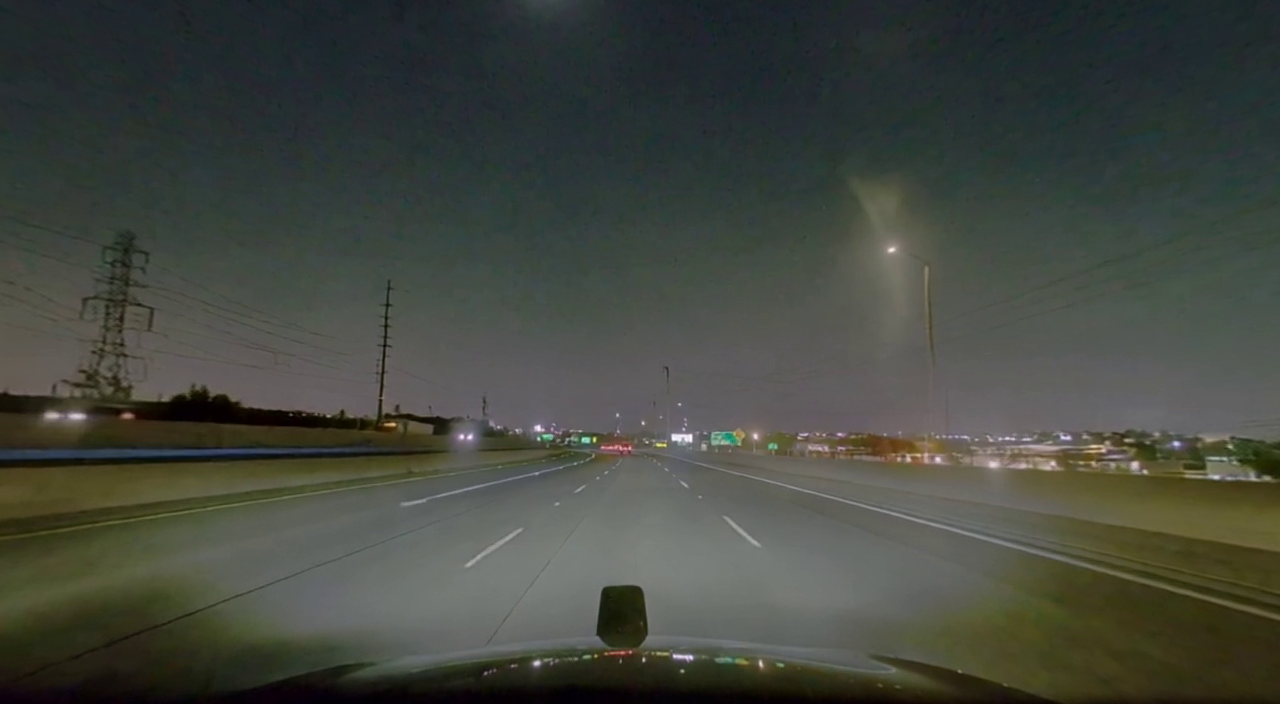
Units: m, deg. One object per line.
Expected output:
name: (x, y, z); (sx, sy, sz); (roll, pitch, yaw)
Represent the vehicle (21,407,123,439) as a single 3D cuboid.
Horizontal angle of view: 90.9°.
vehicle: (-31.011, 3.944, 34.620); (1.801, 1.555, 4.217); (0, -9, -3)
